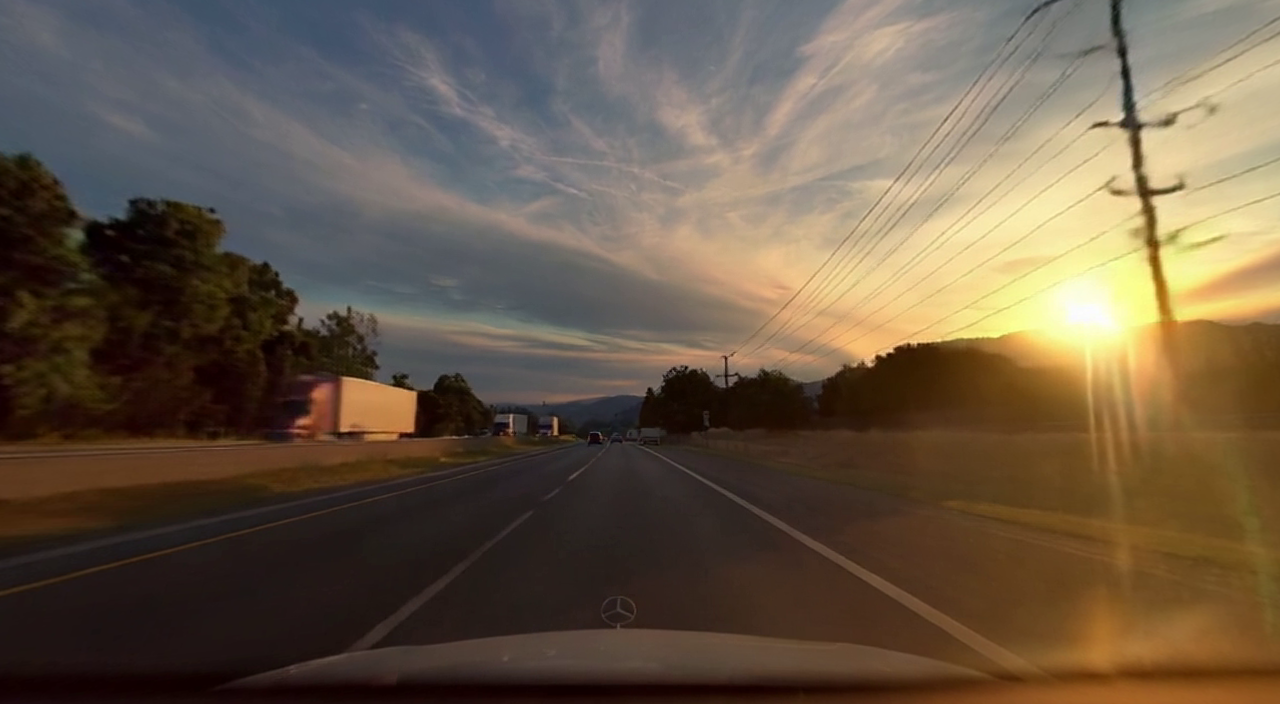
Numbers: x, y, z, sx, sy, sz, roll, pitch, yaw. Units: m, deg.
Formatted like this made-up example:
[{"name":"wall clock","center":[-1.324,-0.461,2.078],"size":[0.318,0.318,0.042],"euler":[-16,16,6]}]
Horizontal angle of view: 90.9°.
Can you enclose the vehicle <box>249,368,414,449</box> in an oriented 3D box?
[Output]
[{"name":"vehicle","center":[-17.495,3.633,37.525],"size":[3.576,3.966,13.138],"euler":[0,-8,-2]}]
